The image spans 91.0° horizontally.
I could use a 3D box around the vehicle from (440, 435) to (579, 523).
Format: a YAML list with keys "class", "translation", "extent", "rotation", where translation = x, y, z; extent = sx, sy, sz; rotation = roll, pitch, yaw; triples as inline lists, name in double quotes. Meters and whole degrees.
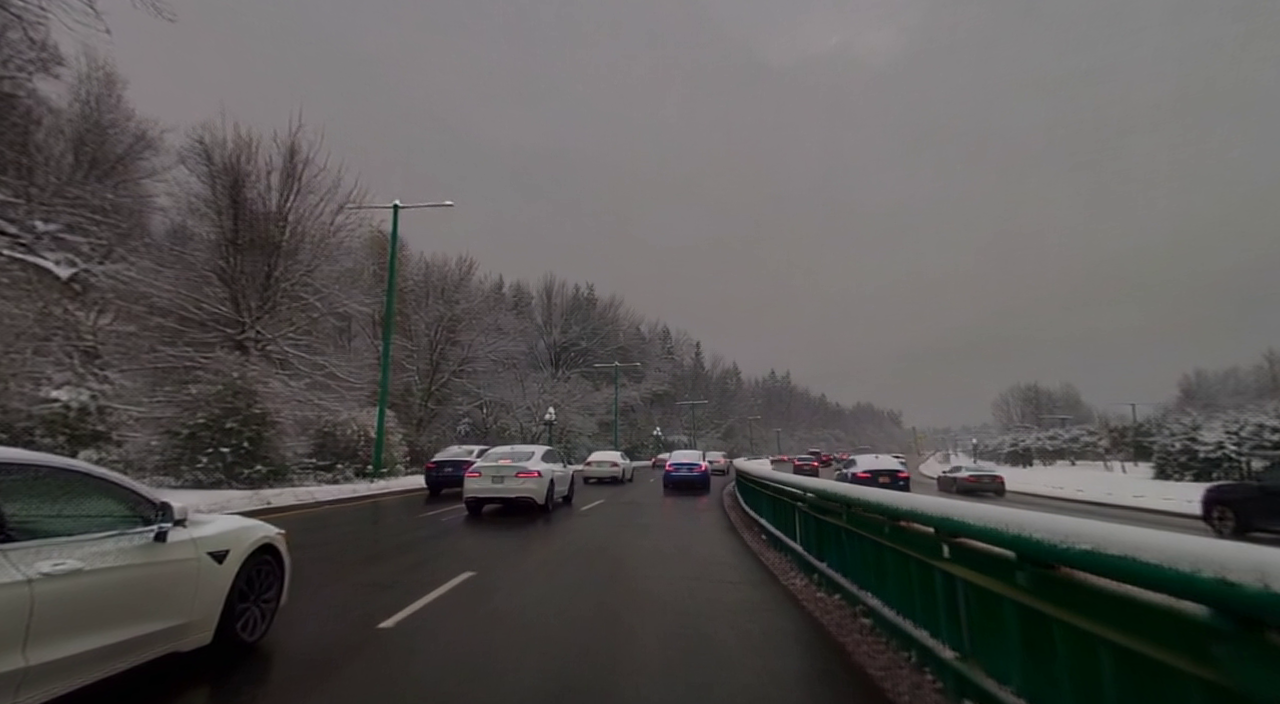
- class: "vehicle"
  translation: [-2.752, 2.796, 14.482]
  extent: [1.979, 1.663, 4.513]
  rotation: [0, -9, 3]

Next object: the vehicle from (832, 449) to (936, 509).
- class: "vehicle"
  translation: [7.361, 3.821, 19.452]
  extent: [1.768, 1.634, 4.064]
  rotation: [0, -9, 3]

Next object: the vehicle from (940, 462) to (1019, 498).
- class: "vehicle"
  translation: [16.396, 6.179, 30.688]
  extent: [1.816, 1.481, 4.422]
  rotation: [-1, -9, 7]

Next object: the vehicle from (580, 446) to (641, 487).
- class: "vehicle"
  translation: [-1.208, 5.034, 28.030]
  extent: [1.930, 1.635, 4.260]
  rotation: [-1, -9, 8]

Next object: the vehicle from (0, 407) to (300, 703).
- class: "vehicle"
  translation: [-3.447, 0.939, 2.273]
  extent: [1.921, 1.503, 4.317]
  rotation: [0, -9, 1]

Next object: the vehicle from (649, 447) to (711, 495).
- class: "vehicle"
  translation: [1.514, 4.201, 22.658]
  extent: [2.015, 1.506, 4.276]
  rotation: [0, -9, 6]
